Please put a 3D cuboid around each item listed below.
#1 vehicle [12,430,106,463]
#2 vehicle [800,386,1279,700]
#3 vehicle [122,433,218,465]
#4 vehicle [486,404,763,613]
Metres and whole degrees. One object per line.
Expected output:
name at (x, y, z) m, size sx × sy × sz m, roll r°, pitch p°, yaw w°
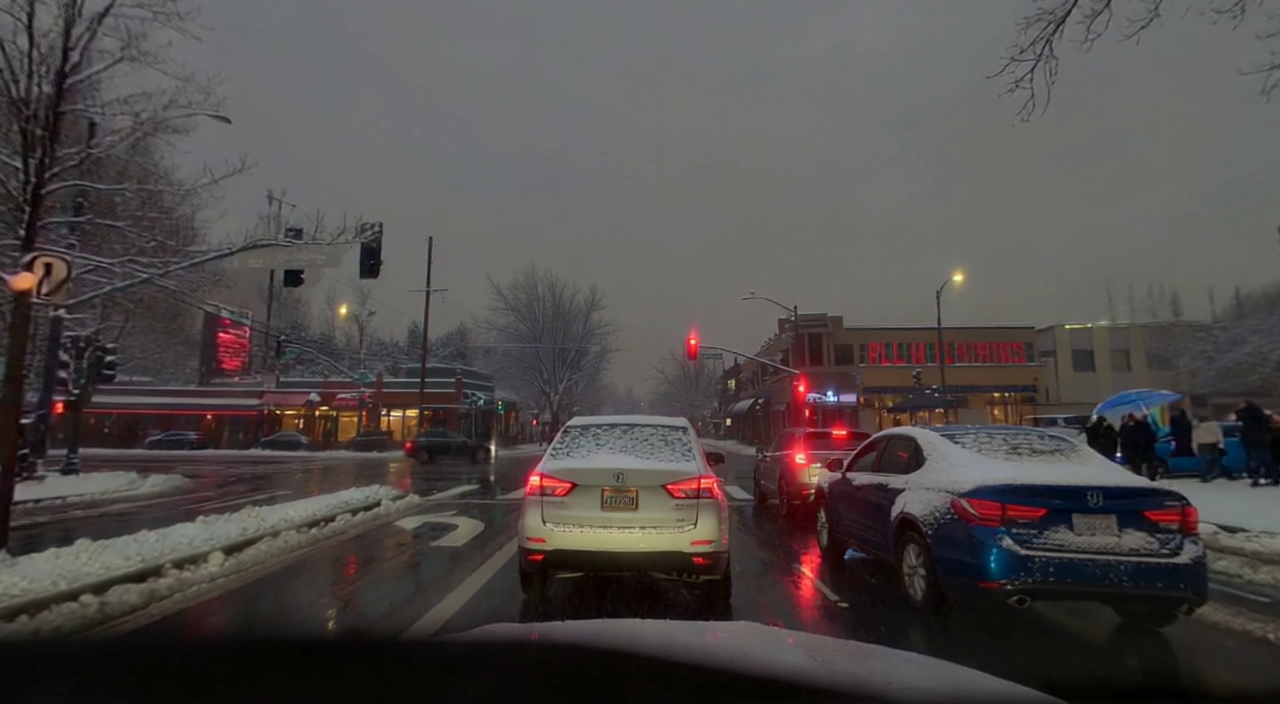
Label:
vehicle at (-30.821, 5.026, 33.520) m, size 4.164 × 1.652 × 2.087 m, roll -4°, pitch -9°, yaw 25°
vehicle at (3.048, 1.330, 5.617) m, size 1.983 × 1.654 × 4.354 m, roll 0°, pitch -8°, yaw -2°
vehicle at (-25.269, 5.212, 33.960) m, size 4.253 × 1.570 × 2.132 m, roll -4°, pitch -9°, yaw 22°
vehicle at (-0.124, 1.552, 7.285) m, size 2.123 × 1.589 × 4.702 m, roll 0°, pitch -8°, yaw 0°
